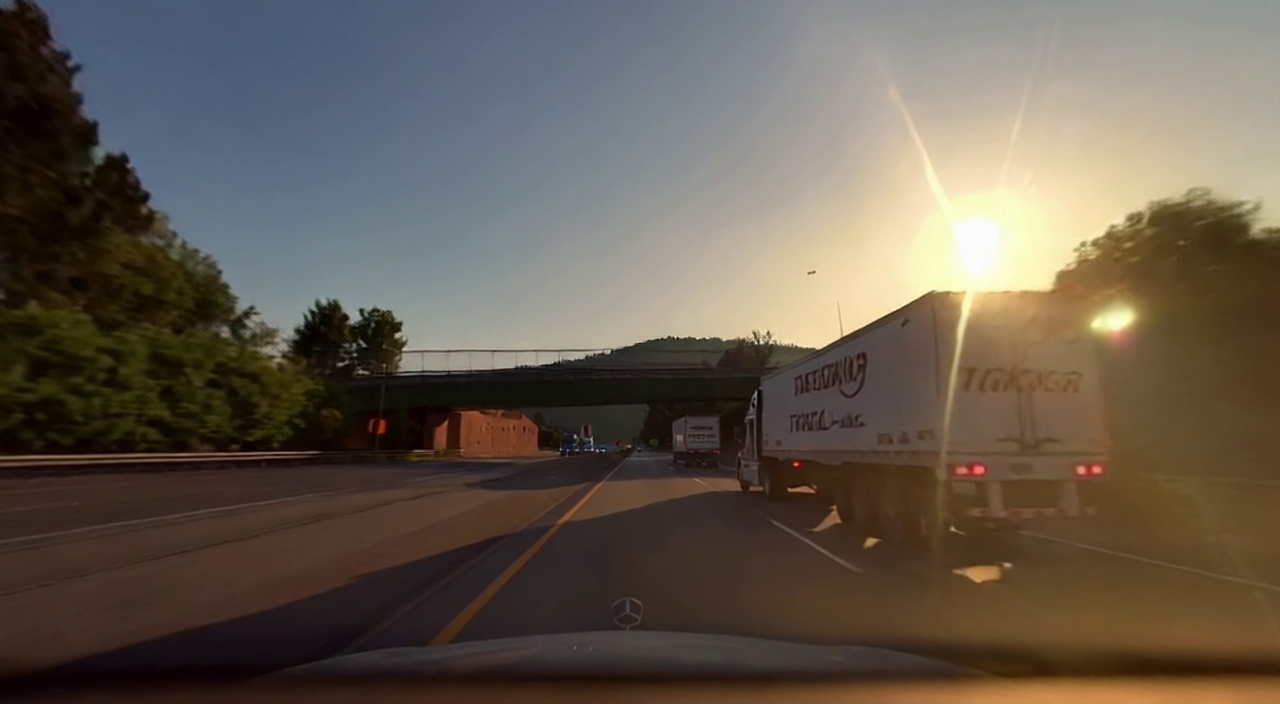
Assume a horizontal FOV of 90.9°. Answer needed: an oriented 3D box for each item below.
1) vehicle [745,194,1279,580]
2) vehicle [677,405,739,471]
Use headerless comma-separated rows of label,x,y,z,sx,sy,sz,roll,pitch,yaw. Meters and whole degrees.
vehicle,5.025,1.372,13.702,2.929,4.093,14.258,0,-9,0
vehicle,4.651,6.433,46.279,2.983,4.030,14.444,0,-9,0
